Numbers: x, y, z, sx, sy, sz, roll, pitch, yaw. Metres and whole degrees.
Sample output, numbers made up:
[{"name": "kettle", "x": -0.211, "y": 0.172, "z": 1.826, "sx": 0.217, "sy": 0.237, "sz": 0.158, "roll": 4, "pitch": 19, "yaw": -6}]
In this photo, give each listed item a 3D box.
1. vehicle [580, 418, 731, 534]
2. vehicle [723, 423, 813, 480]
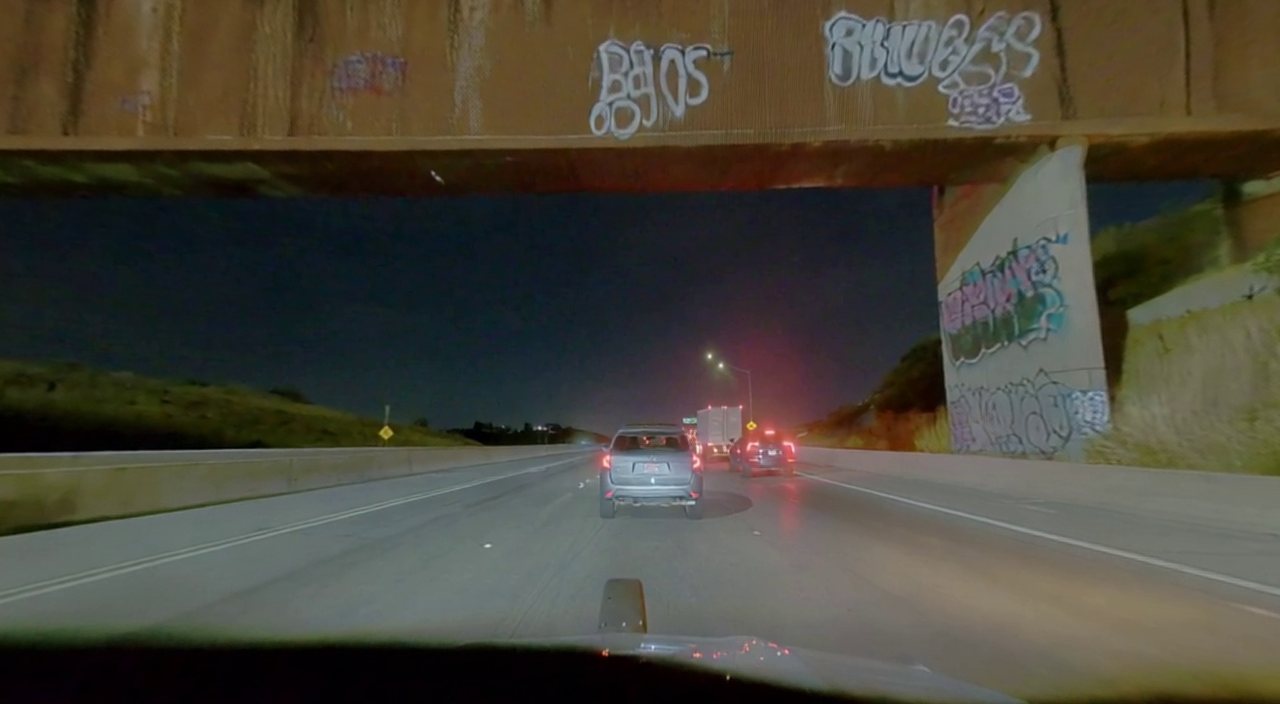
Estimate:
[{"name": "vehicle", "x": 0.260, "y": 2.092, "z": 11.185, "sx": 2.193, "sy": 1.651, "sz": 3.946, "roll": 0, "pitch": -8, "yaw": 1}, {"name": "vehicle", "x": 4.761, "y": 3.824, "z": 24.495, "sx": 2.311, "sy": 1.922, "sz": 5.977, "roll": 0, "pitch": -8, "yaw": 1}]
